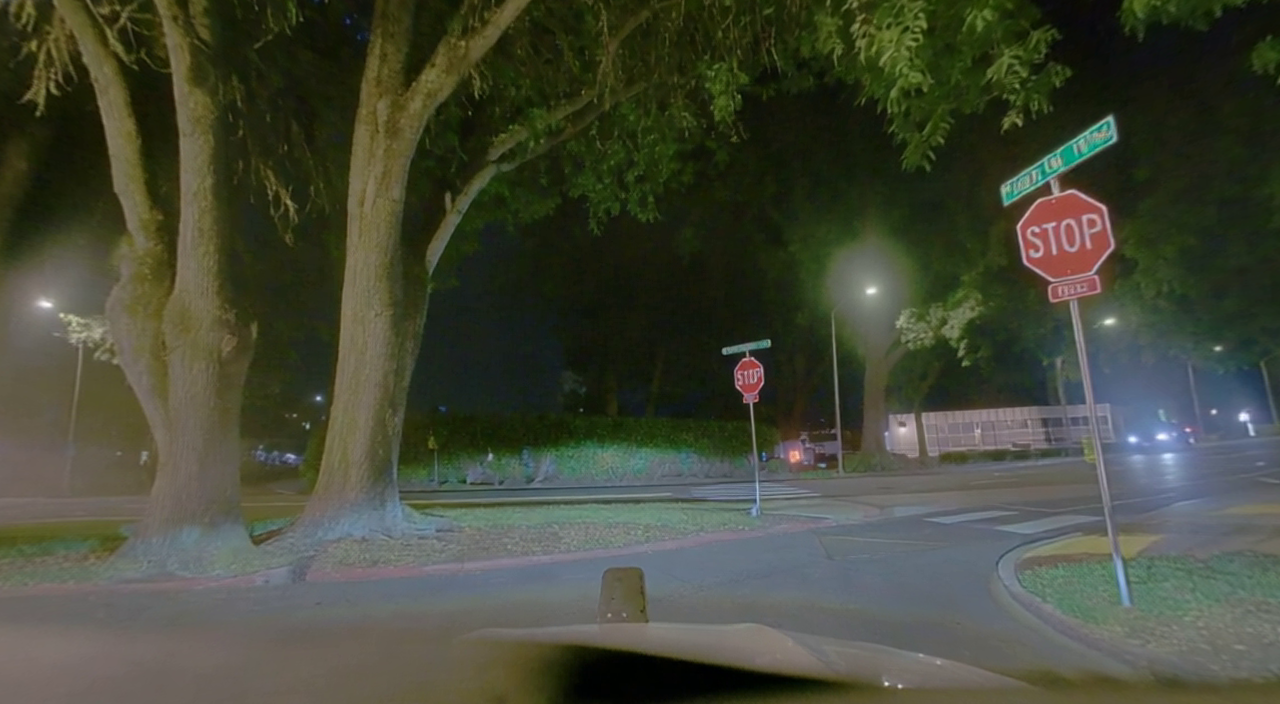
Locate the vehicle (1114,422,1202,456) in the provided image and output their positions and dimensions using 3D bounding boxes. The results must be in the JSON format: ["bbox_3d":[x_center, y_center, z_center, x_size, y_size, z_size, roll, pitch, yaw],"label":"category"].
[{"bbox_3d":[24.584,4.156,29.867,4.473,1.474,2.108,6,-10,-37],"label":"vehicle"}]
